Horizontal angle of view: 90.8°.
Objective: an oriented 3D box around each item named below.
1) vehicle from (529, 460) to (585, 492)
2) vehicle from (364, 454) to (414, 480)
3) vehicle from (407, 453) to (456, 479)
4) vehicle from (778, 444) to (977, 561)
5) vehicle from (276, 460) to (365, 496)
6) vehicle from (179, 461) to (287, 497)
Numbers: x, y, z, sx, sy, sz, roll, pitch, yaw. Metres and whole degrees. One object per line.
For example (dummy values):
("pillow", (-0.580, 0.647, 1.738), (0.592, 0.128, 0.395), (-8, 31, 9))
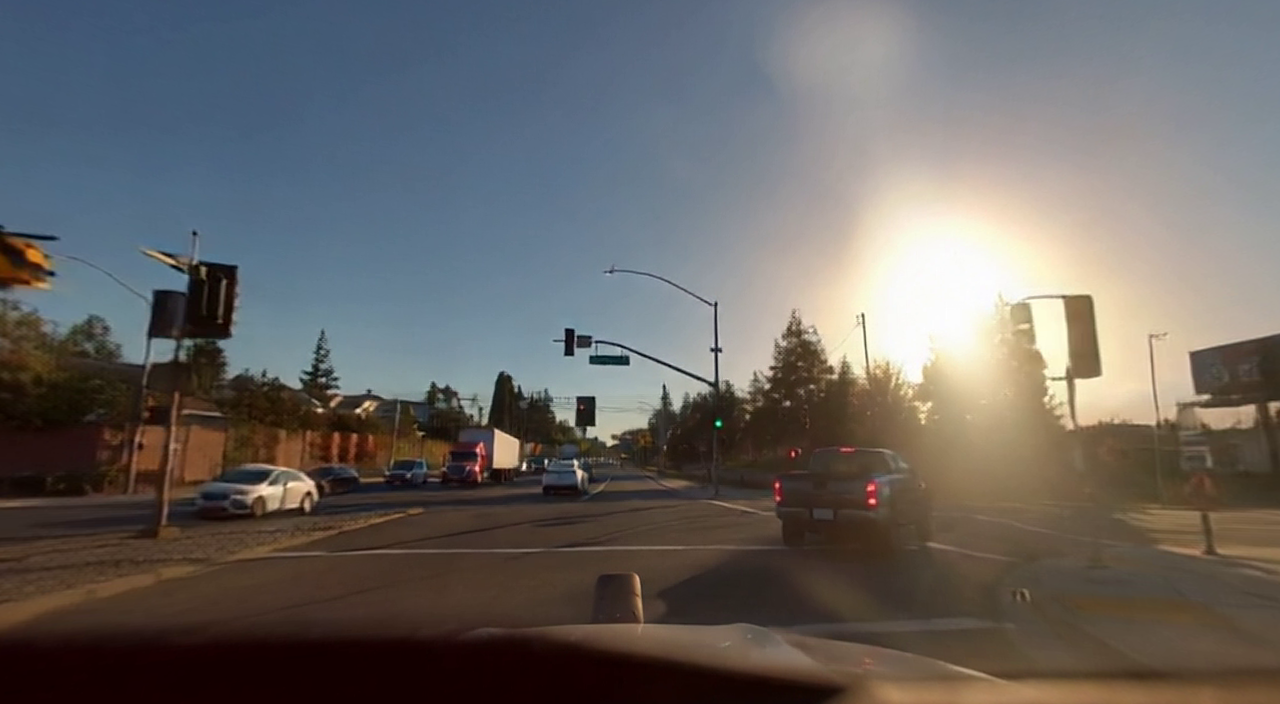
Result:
("vehicle", (-4.061, 6.190, 31.875), (2.004, 1.482, 4.799), (0, -10, 2))
("vehicle", (-19.486, 8.912, 49.229), (1.972, 1.898, 4.620), (0, -10, -1))
("vehicle", (-15.286, 8.390, 46.548), (2.013, 1.787, 4.823), (0, -10, -1))
("vehicle", (5.238, 3.014, 13.437), (2.404, 1.926, 5.251), (-7, -12, 37))
("vehicle", (-14.314, 5.661, 28.642), (1.864, 1.456, 4.409), (1, -10, -2))
("vehicle", (-18.099, 5.646, 28.406), (1.908, 1.482, 4.621), (1, -10, -2))
